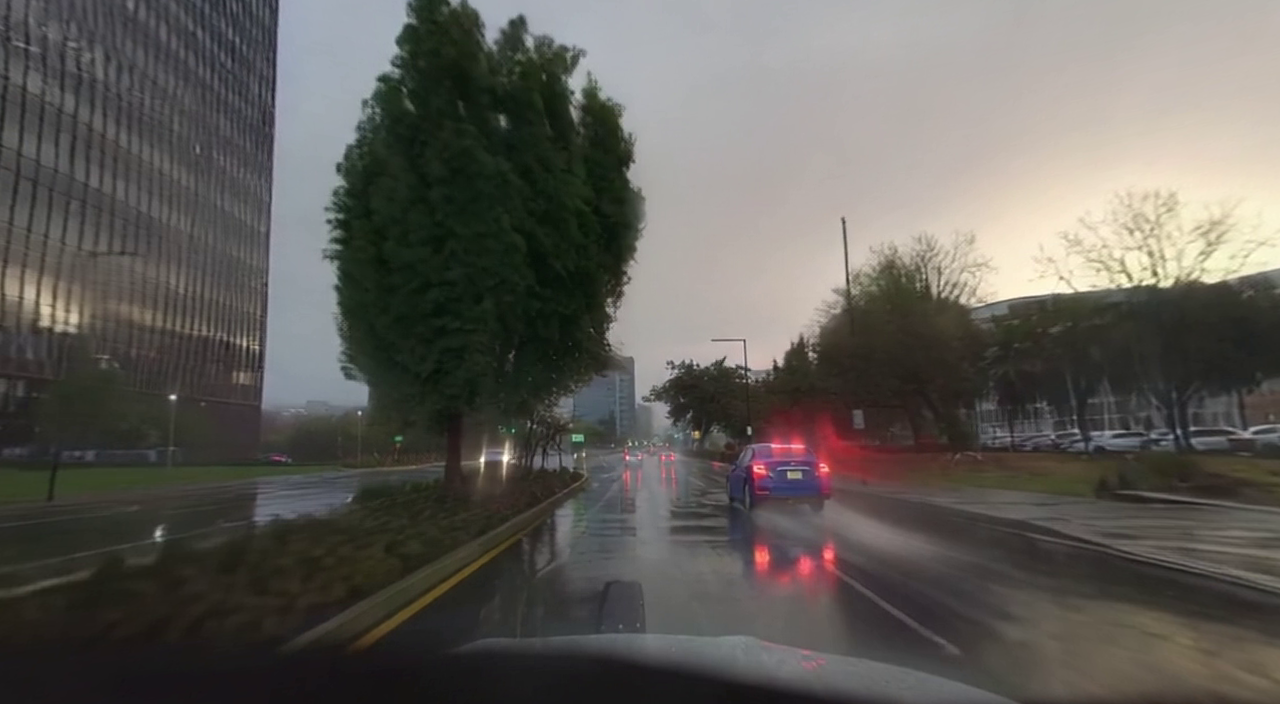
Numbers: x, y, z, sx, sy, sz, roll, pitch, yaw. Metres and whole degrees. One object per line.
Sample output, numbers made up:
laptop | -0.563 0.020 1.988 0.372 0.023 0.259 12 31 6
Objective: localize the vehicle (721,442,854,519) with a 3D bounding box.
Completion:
vehicle | 3.201 2.871 14.610 1.993 1.501 4.127 0 -9 -1
